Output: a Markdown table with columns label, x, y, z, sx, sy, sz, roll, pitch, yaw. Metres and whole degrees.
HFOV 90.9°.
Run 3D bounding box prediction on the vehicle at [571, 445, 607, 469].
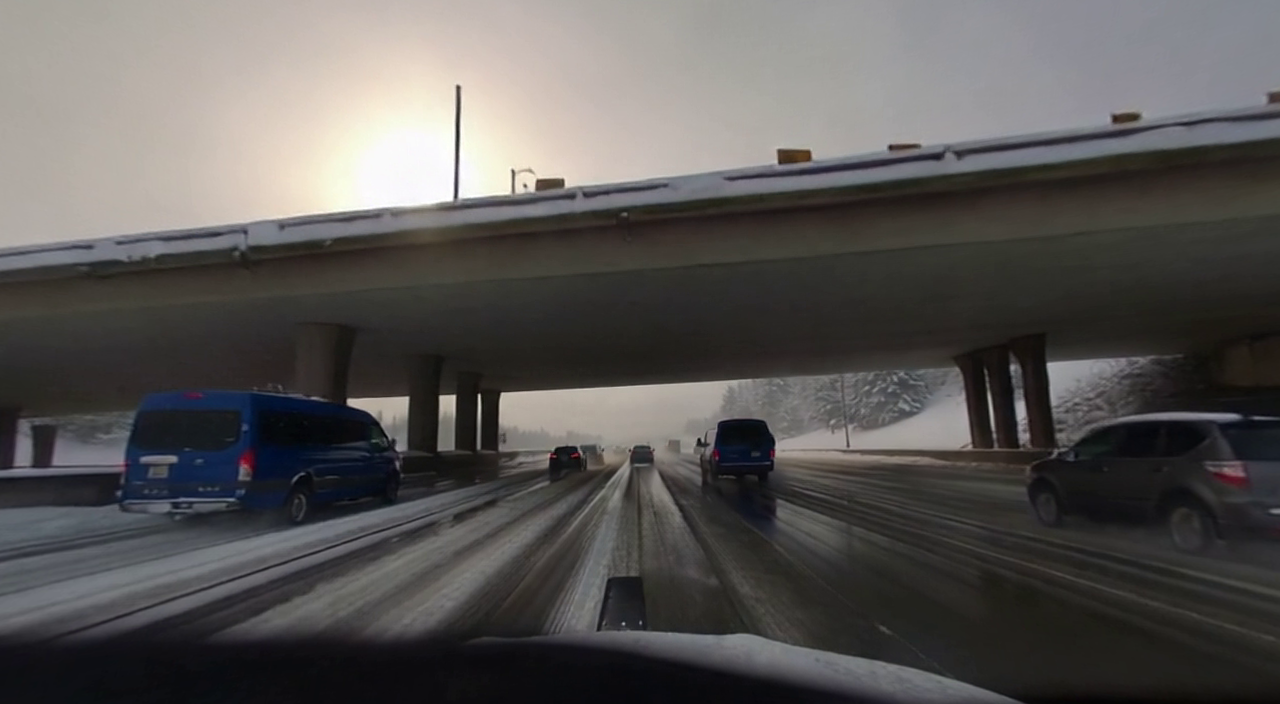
| label | x | y | z | sx | sy | sz | roll | pitch | yaw |
| --- | --- | --- | --- | --- | --- | --- | --- | --- | --- |
| vehicle | -3.352 | 6.989 | 42.203 | 1.970 | 1.483 | 4.071 | 0 | -9 | 1 |

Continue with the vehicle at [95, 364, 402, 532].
| label | x | y | z | sx | sy | sz | roll | pitch | yaw |
| --- | --- | --- | --- | --- | --- | --- | --- | --- | --- |
| vehicle | -7.589 | 2.029 | 13.534 | 2.336 | 2.708 | 6.421 | 0 | -9 | 1 |

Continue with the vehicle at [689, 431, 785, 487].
| label | x | y | z | sx | sy | sz | roll | pitch | yaw |
| --- | --- | --- | --- | --- | --- | --- | --- | --- | --- |
| vehicle | 3.571 | 4.127 | 24.643 | 2.777 | 1.895 | 5.710 | 0 | -9 | -1 |

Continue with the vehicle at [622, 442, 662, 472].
| label | x | y | z | sx | sy | sz | roll | pitch | yaw |
| --- | --- | --- | --- | --- | --- | --- | --- | --- | --- |
| vehicle | 0.107 | 5.965 | 36.072 | 2.115 | 1.617 | 4.102 | 0 | -9 | 0 |

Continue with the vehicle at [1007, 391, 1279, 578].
| label | x | y | z | sx | sy | sz | roll | pitch | yaw |
| --- | --- | --- | --- | --- | --- | --- | --- | --- | --- |
| vehicle | 7.509 | 1.571 | 7.958 | 2.304 | 1.840 | 5.706 | 0 | -9 | 0 |
